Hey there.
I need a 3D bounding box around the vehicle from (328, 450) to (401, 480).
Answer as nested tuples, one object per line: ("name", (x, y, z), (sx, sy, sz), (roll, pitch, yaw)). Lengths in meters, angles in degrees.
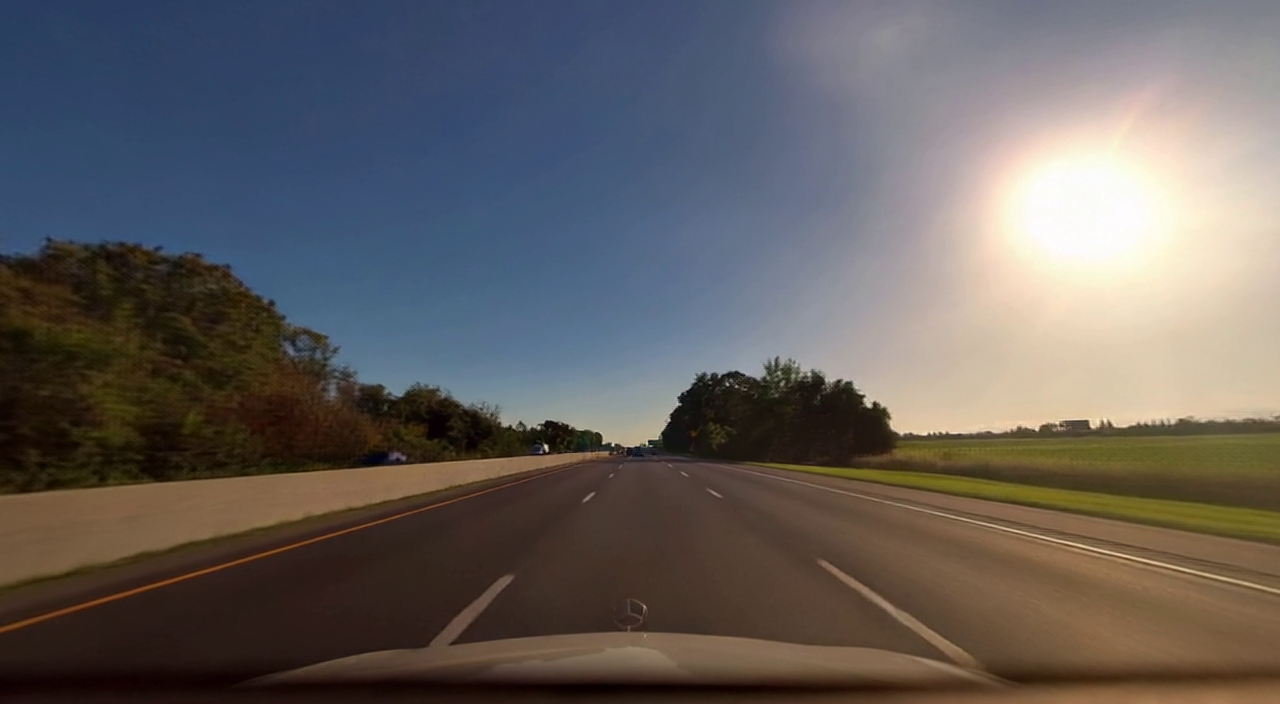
("vehicle", (-15.068, 6.183, 34.753), (1.910, 1.495, 4.456), (0, -9, 1))
